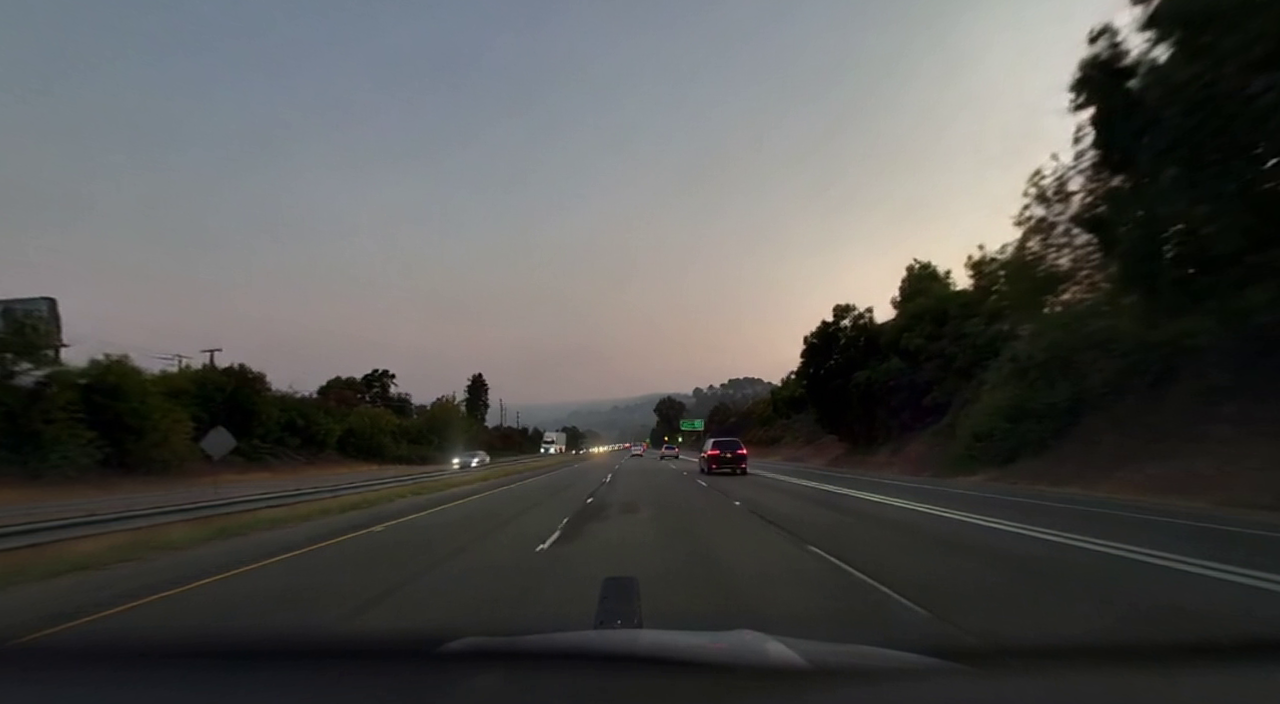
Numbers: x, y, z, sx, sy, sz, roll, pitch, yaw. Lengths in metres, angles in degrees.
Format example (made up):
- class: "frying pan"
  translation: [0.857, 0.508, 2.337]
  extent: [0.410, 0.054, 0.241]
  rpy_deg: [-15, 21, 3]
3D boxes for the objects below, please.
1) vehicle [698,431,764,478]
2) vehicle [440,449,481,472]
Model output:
- class: "vehicle"
  translation: [3.988, 4.619, 28.471]
  extent: [2.177, 1.914, 5.245]
  rpy_deg: [0, -9, 0]
- class: "vehicle"
  translation: [-13.004, 7.871, 45.661]
  extent: [1.817, 1.546, 3.767]
  rpy_deg: [0, -9, 0]
